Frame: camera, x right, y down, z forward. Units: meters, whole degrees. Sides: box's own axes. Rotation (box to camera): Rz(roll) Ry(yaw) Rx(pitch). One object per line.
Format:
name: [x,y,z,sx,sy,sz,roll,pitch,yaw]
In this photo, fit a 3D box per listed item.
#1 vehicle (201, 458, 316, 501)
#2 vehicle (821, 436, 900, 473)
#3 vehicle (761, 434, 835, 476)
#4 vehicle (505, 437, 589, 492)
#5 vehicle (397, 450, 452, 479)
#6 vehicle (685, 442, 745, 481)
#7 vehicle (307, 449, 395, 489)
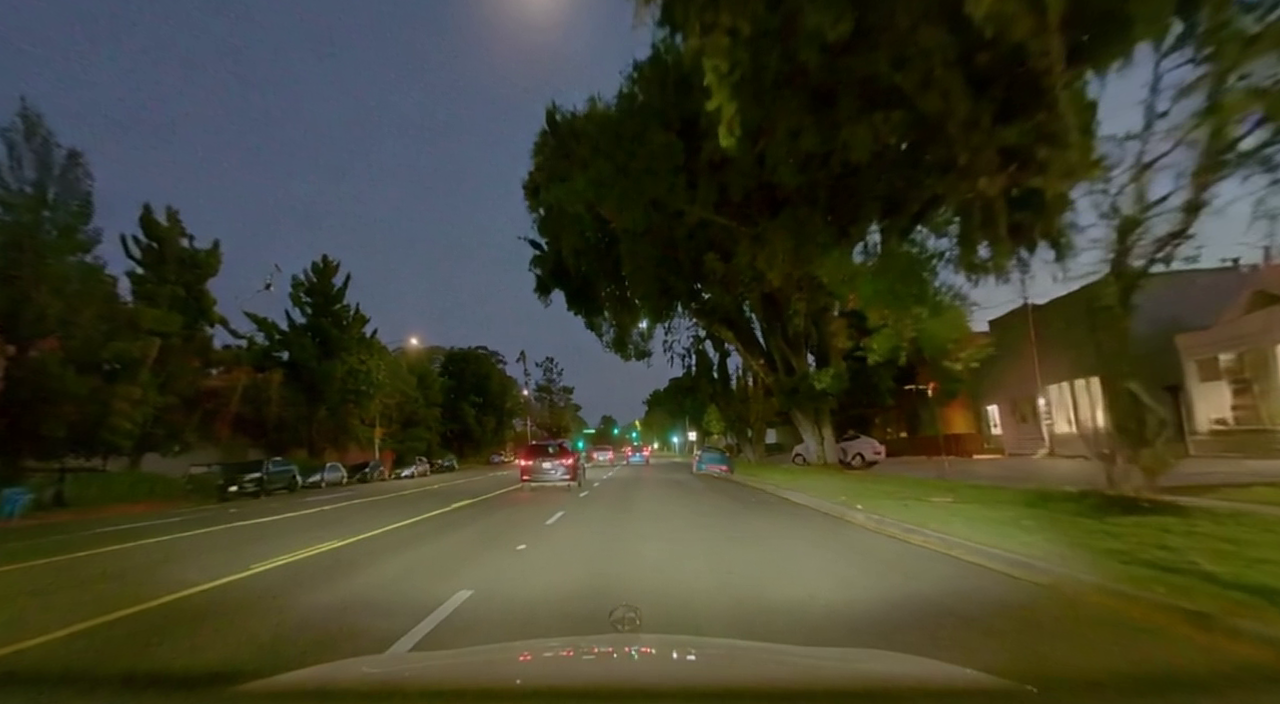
vehicle: [-16.366,5.449,27.494,1.870,1.599,5.022,0,-9,0]
vehicle: [10.139,4.728,29.404,1.777,1.514,4.140,-2,-8,-7]
vehicle: [7.326,4.804,29.805,2.112,1.776,4.555,2,-8,-3]
vehicle: [-3.202,4.024,23.010,2.257,1.751,5.028,0,-9,1]
vehicle: [-16.621,8.673,48.970,2.105,1.854,5.973,-4,-8,0]
vehicle: [3.462,5.144,29.956,2.150,1.655,4.739,0,-9,-1]
vehicle: [-14.207,5.753,31.459,2.123,1.770,4.848,0,-9,-1]
